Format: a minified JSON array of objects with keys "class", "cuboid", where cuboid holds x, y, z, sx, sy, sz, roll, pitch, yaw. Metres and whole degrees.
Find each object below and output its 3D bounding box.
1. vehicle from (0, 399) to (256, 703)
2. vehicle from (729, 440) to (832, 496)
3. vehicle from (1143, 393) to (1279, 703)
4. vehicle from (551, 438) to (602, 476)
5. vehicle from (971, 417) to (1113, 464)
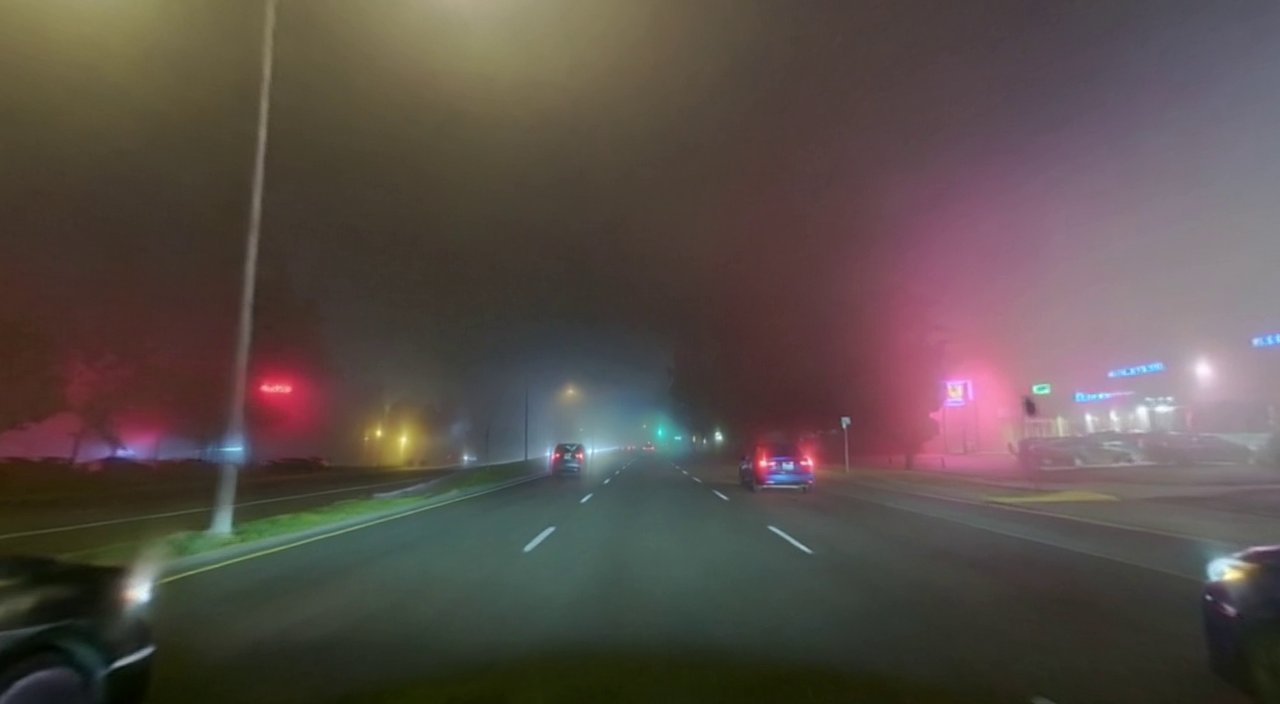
[{"class":"vehicle","cuboid":[-3.043,0.702,0.729,2.082,1.460,4.922,0,-8,0]},{"class":"vehicle","cuboid":[4.125,3.494,19.425,2.036,1.480,4.659,0,-8,-1]},{"class":"vehicle","cuboid":[3.468,0.649,0.668,1.976,1.491,4.714,0,-8,0]},{"class":"vehicle","cuboid":[-3.040,5.148,31.236,1.981,1.731,4.360,0,-8,1]},{"class":"vehicle","cuboid":[20.608,4.619,32.966,2.705,2.011,7.332,-3,-8,1]}]
